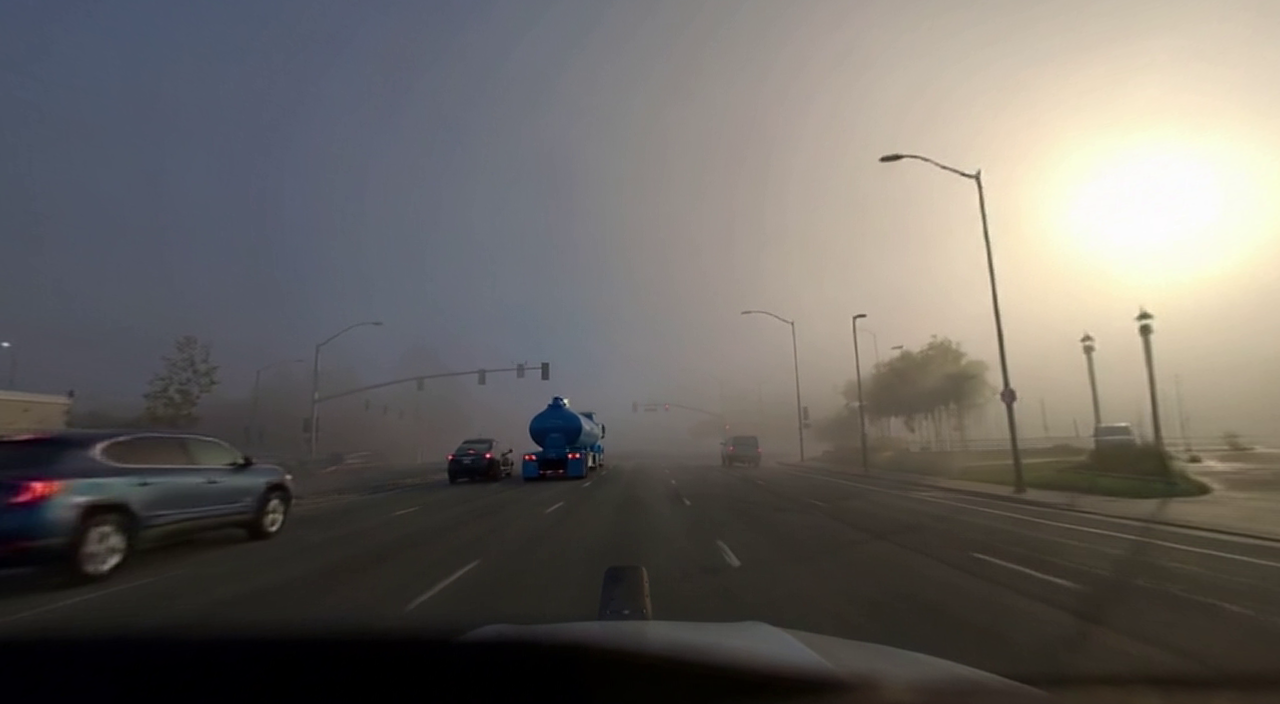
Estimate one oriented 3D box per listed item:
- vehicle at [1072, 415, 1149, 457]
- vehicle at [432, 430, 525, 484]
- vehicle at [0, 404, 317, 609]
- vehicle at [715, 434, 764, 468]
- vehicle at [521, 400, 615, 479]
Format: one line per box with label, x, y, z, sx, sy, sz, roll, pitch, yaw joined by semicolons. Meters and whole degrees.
vehicle;23.326;4.184;31.117;2.380;1.890;5.620;-8;-11;41
vehicle;-6.508;4.316;26.259;2.375;1.989;5.497;0;-8;1
vehicle;-6.369;1.676;7.816;2.179;1.750;4.621;0;-8;1
vehicle;5.997;6.055;38.699;2.093;1.926;4.749;0;-8;-2
vehicle;-3.071;4.456;31.713;2.841;3.004;14.901;0;-8;1
